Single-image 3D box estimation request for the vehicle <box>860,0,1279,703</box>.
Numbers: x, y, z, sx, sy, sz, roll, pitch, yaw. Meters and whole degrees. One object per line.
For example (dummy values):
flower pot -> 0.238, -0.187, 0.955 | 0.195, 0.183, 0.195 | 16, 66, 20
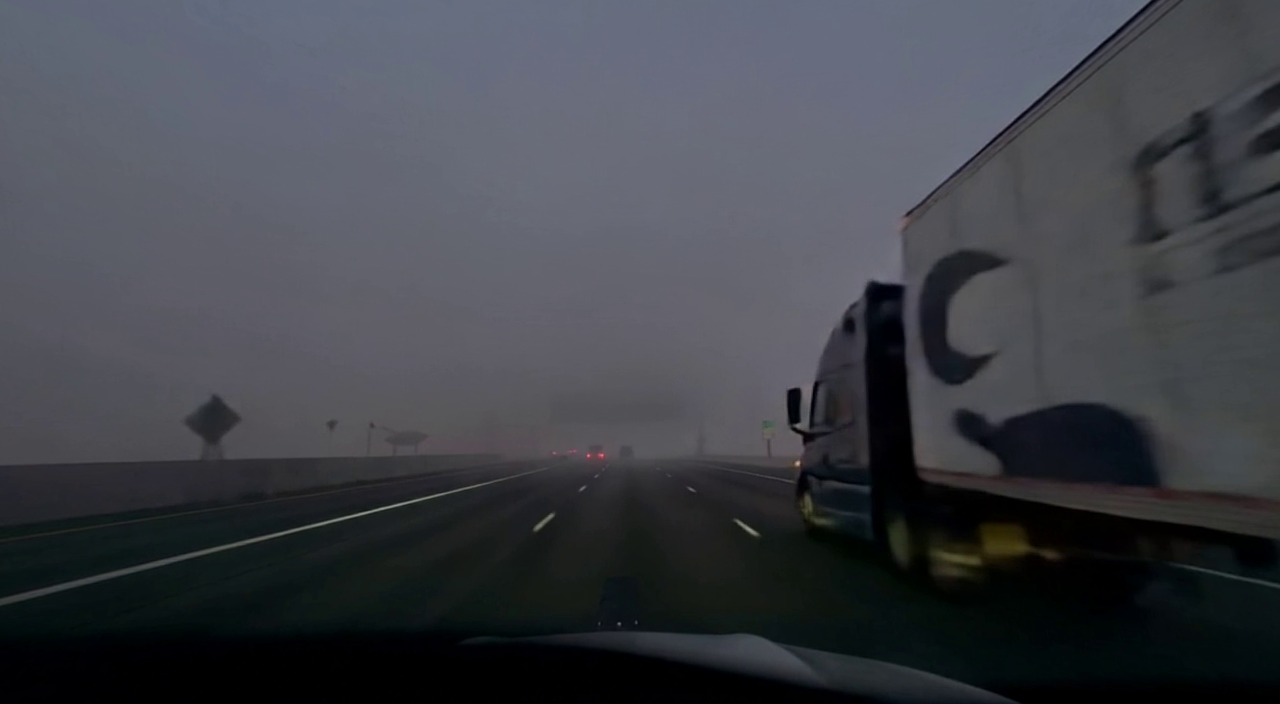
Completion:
vehicle -> 4.093, -0.290, 1.301 | 2.823, 3.509, 12.118 | 0, -9, 0
